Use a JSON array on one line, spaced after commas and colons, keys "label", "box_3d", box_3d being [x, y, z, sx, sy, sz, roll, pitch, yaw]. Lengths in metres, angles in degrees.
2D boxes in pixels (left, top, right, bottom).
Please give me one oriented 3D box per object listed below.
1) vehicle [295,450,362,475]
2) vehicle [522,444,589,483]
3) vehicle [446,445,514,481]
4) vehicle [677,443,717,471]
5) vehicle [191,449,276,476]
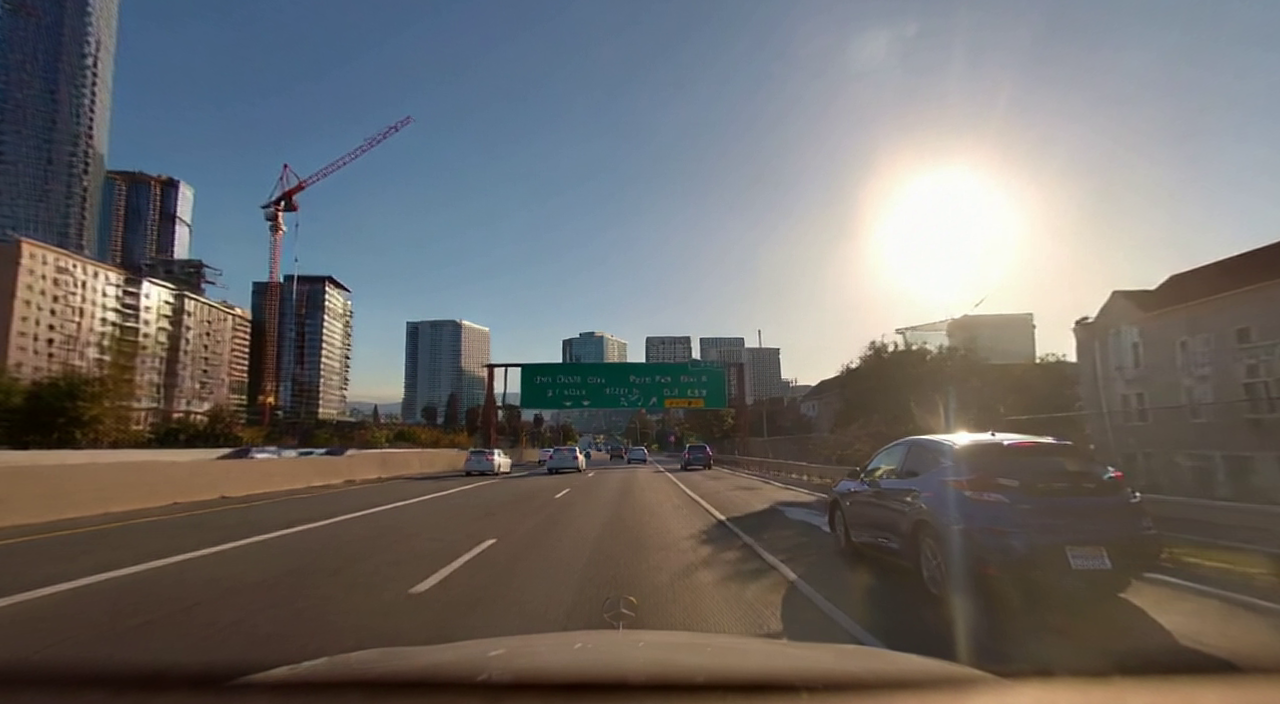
[{"label": "vehicle", "box_3d": [-19.883, 7.024, 40.523, 1.844, 1.454, 4.593, -1, -8, 2]}, {"label": "vehicle", "box_3d": [-3.492, 4.685, 26.918, 2.136, 1.512, 4.488, 0, -8, 1]}, {"label": "vehicle", "box_3d": [-7.267, 5.050, 29.061, 1.951, 1.528, 4.209, 0, -8, 1]}, {"label": "vehicle", "box_3d": [3.346, 6.232, 37.730, 1.978, 1.602, 4.092, 0, -8, 0]}, {"label": "vehicle", "box_3d": [-24.310, 6.604, 38.030, 1.959, 1.516, 4.704, 0, -9, 1]}]
